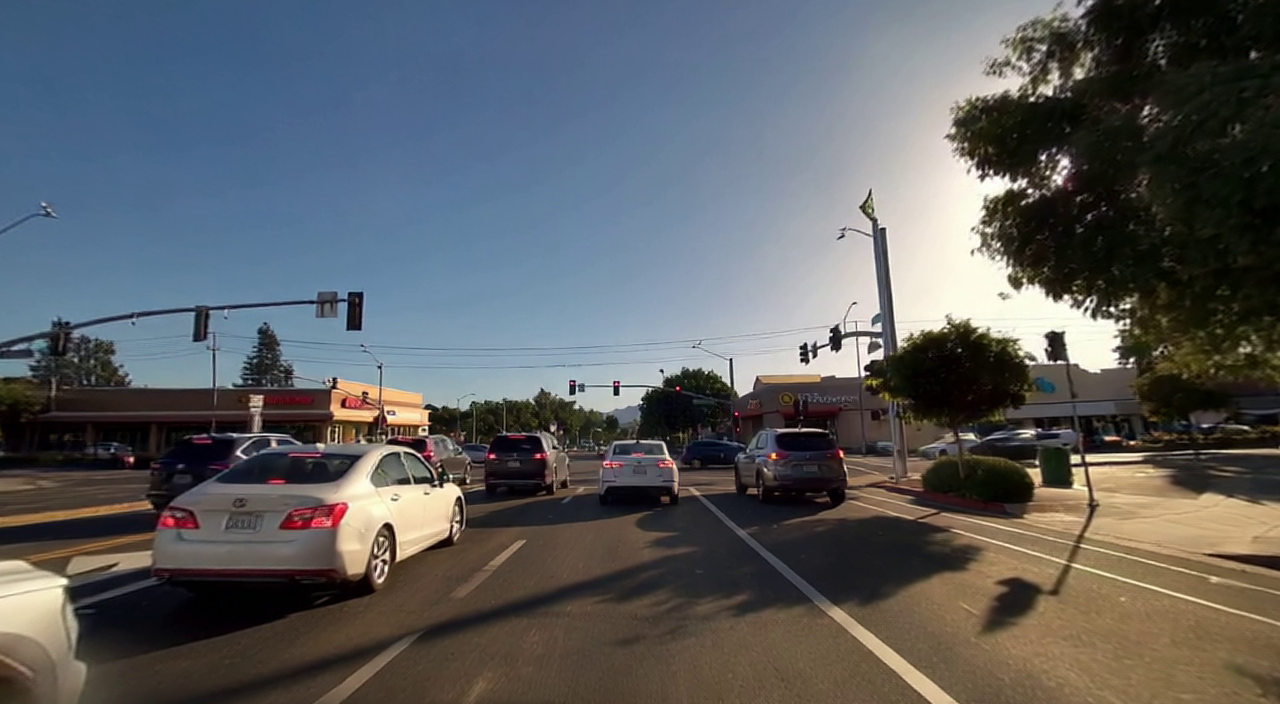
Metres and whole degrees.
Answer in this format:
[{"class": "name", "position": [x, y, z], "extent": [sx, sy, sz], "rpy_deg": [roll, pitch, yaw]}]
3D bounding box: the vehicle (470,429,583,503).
[{"class": "vehicle", "position": [-2.824, 2.967, 16.660], "extent": [2.072, 1.694, 4.070], "rpy_deg": [-1, -9, 2]}]

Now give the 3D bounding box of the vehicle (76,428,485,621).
[{"class": "vehicle", "position": [-3.336, 1.679, 7.123], "extent": [2.014, 1.472, 4.357], "rpy_deg": [0, -9, 1]}]

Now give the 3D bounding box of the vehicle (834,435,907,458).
[{"class": "vehicle", "position": [17.005, 7.023, 46.668], "extent": [4.626, 1.653, 1.982], "rpy_deg": [0, -9, 1]}]

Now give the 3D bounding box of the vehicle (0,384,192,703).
[{"class": "vehicle", "position": [-3.080, 0.598, 0.163], "extent": [2.249, 1.517, 4.951], "rpy_deg": [0, -9, 1]}]

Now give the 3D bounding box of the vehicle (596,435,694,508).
[{"class": "vehicle", "position": [0.141, 2.806, 15.139], "extent": [2.032, 1.499, 3.994], "rpy_deg": [0, -9, 1]}]

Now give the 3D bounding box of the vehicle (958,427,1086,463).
[{"class": "vehicle", "position": [21.081, 5.187, 34.996], "extent": [5.504, 1.821, 2.173], "rpy_deg": [-2, -9, 9]}]

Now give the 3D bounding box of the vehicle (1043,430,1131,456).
[{"class": "vehicle", "position": [30.591, 6.239, 43.169], "extent": [4.432, 1.680, 1.932], "rpy_deg": [0, -9, 2]}]

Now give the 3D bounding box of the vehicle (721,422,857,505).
[{"class": "vehicle", "position": [3.341, 2.633, 15.177], "extent": [2.076, 1.691, 4.402], "rpy_deg": [0, -9, -2]}]
